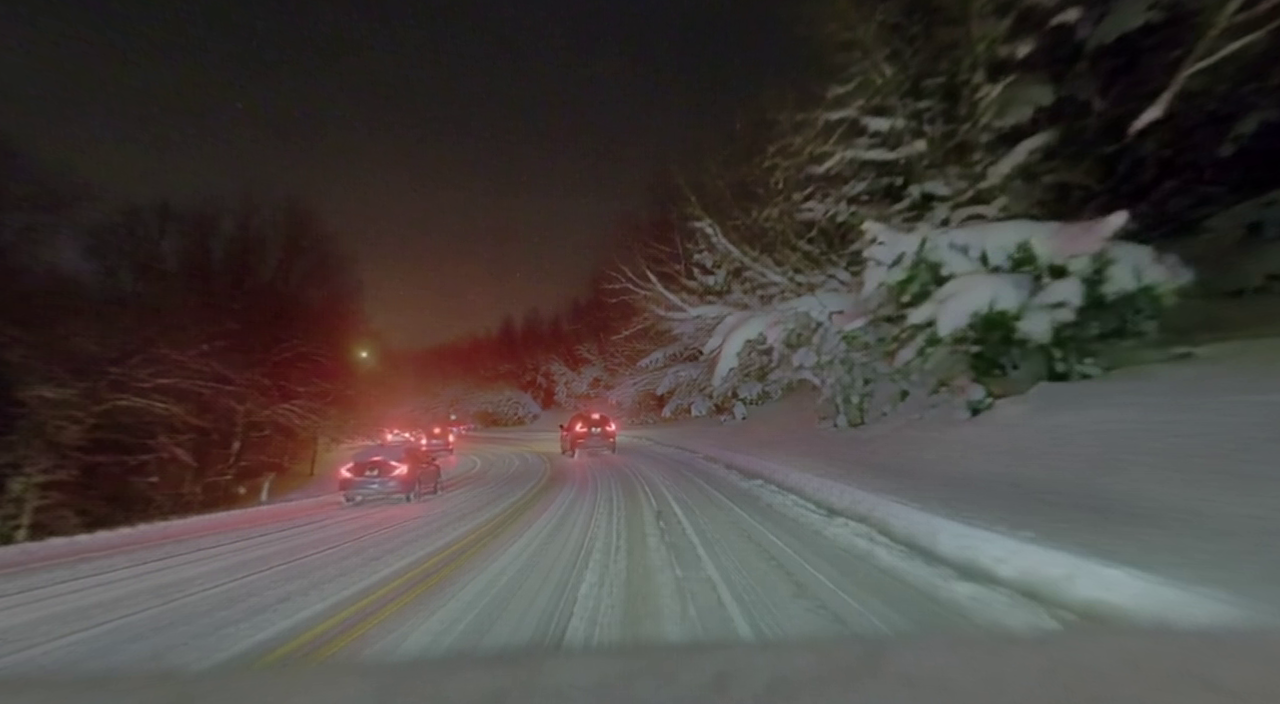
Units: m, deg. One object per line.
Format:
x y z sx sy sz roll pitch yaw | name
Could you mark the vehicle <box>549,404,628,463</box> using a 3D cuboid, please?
-2.320 3.413 26.206 2.500 1.961 5.637 -4 -7 -12 | vehicle
